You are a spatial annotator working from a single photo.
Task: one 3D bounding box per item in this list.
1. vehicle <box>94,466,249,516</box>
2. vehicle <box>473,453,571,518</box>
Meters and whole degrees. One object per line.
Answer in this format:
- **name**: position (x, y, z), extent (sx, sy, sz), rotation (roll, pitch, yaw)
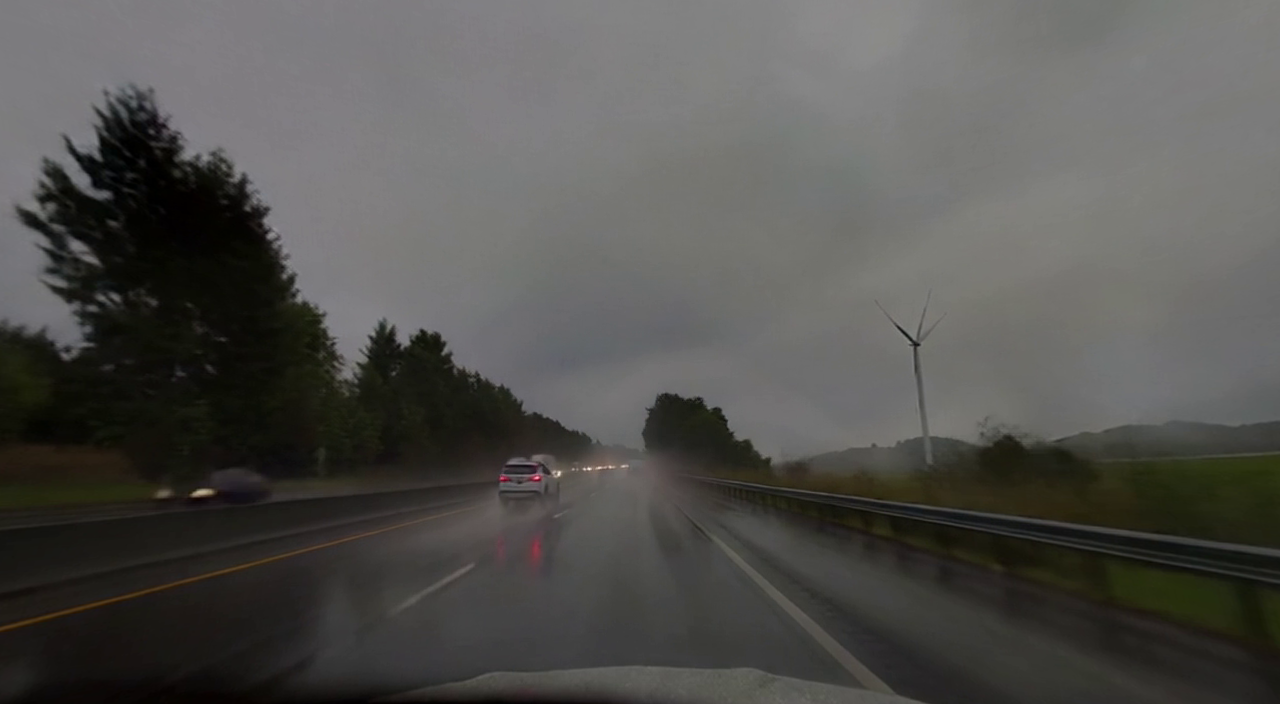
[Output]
- **vehicle**: position (-15.665, 4.654, 21.405), extent (1.909, 1.482, 4.236), rotation (1, -11, 1)
- **vehicle**: position (-3.472, 4.069, 19.482), extent (2.124, 1.705, 4.440), rotation (1, -11, 1)
